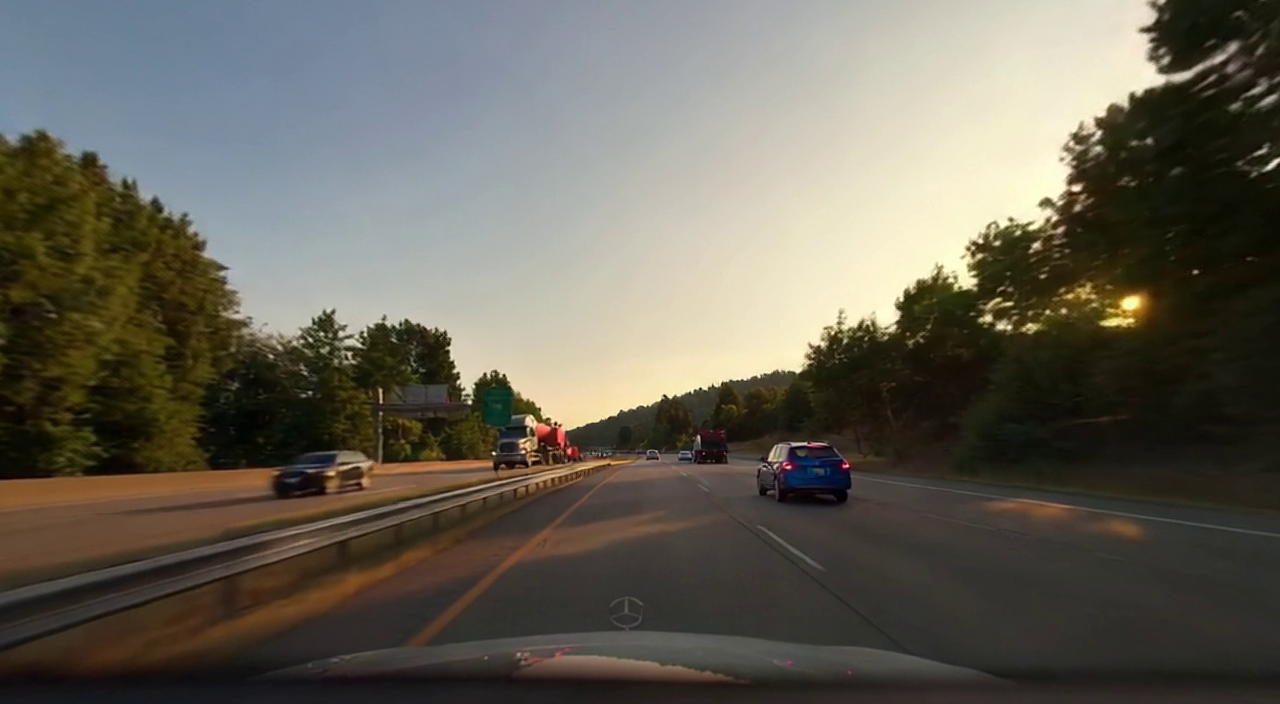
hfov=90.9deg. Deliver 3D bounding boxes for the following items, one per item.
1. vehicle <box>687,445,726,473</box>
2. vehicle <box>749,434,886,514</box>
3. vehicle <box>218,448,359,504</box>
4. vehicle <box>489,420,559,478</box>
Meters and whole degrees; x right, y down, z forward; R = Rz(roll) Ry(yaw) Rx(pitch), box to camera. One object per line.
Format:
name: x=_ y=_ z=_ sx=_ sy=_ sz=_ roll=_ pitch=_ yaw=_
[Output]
vehicle: x=4.244 y=6.883 z=40.704 sx=2.022 sy=1.658 sz=4.132 roll=0 pitch=-9 yaw=0
vehicle: x=3.981 y=2.810 z=14.925 sx=2.005 sy=1.604 sz=4.002 roll=0 pitch=-9 yaw=-1
vehicle: x=-12.668 y=4.469 z=23.245 sx=2.143 sy=1.787 sz=5.264 roll=0 pitch=-9 yaw=0
vehicle: x=-7.565 y=6.508 z=42.350 sx=3.011 sy=3.465 sz=8.510 roll=0 pitch=-9 yaw=1
